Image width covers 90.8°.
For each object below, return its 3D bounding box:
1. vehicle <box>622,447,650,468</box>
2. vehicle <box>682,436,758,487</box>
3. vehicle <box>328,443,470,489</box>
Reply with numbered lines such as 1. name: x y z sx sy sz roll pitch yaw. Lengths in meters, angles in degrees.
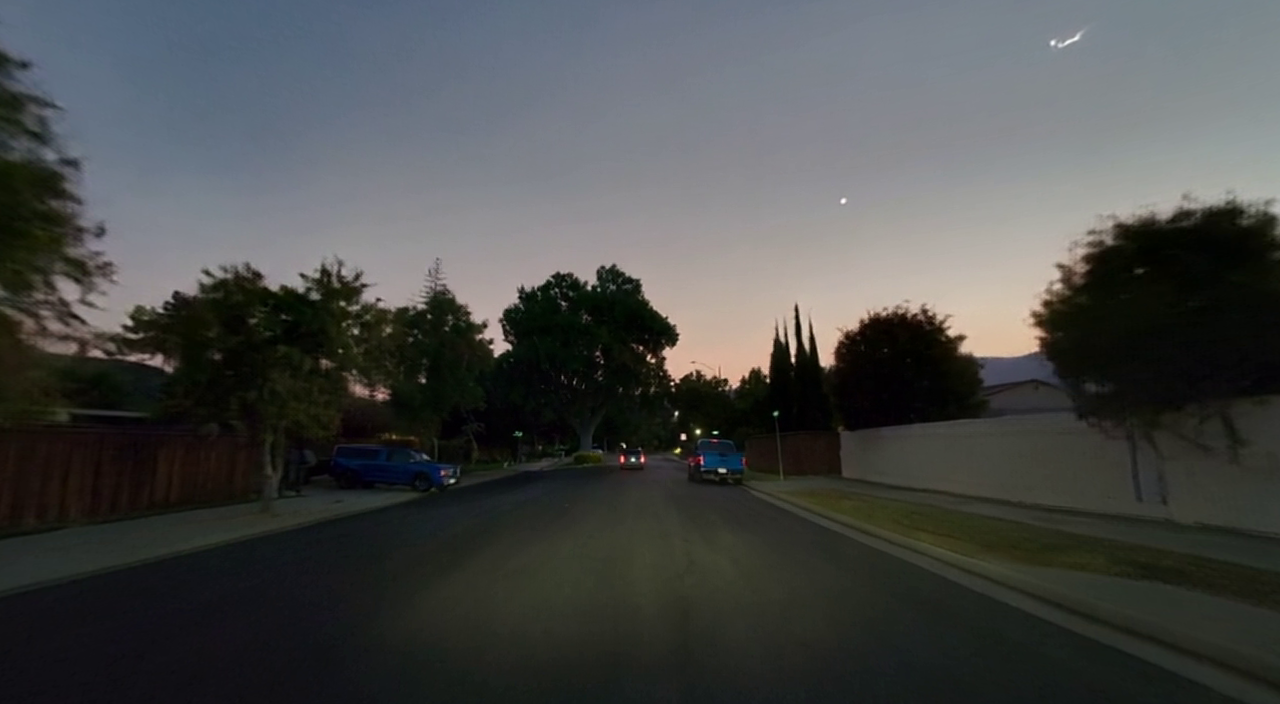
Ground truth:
1. vehicle: -0.257 7.998 48.070 2.064 1.477 3.968 0 -9 0
2. vehicle: 3.205 4.570 26.734 2.394 1.901 5.759 0 -9 -1
3. vehicle: -9.766 4.642 25.867 4.947 1.769 2.023 0 -9 2
